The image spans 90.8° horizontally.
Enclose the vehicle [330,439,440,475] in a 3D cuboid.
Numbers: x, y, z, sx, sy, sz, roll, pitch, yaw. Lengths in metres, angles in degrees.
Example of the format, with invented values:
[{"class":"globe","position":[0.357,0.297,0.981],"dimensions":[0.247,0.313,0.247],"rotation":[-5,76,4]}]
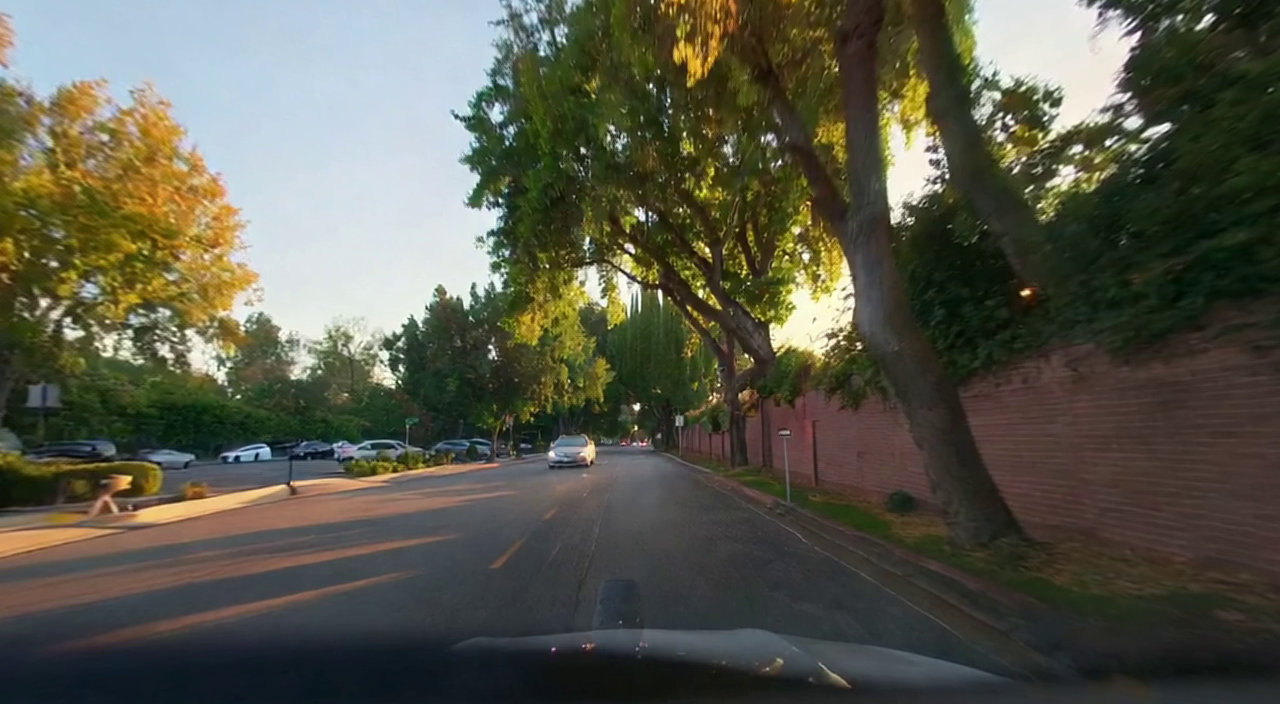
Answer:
[{"class":"vehicle","position":[-13.340,5.513,33.287],"dimensions":[4.870,1.767,2.120],"rotation":[-1,-8,2]}]

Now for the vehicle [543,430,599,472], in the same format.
[{"class":"vehicle","position":[-3.020,4.457,28.541],"dimensions":[2.047,1.725,4.288],"rotation":[0,-8,0]}]

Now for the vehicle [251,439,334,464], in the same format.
[{"class":"vehicle","position":[-26.315,7.541,47.958],"dimensions":[5.143,1.793,2.032],"rotation":[-1,-8,2]}]

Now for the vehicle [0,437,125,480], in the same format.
[{"class":"vehicle","position":[-26.431,4.765,28.347],"dimensions":[4.725,1.828,2.006],"rotation":[0,-8,-2]}]

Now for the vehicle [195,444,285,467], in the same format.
[{"class":"vehicle","position":[-26.994,6.975,42.732],"dimensions":[4.736,1.516,1.937],"rotation":[0,-8,1]}]

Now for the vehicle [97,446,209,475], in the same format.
[{"class":"vehicle","position":[-26.017,5.795,33.868],"dimensions":[4.374,1.455,1.918],"rotation":[0,-8,0]}]
